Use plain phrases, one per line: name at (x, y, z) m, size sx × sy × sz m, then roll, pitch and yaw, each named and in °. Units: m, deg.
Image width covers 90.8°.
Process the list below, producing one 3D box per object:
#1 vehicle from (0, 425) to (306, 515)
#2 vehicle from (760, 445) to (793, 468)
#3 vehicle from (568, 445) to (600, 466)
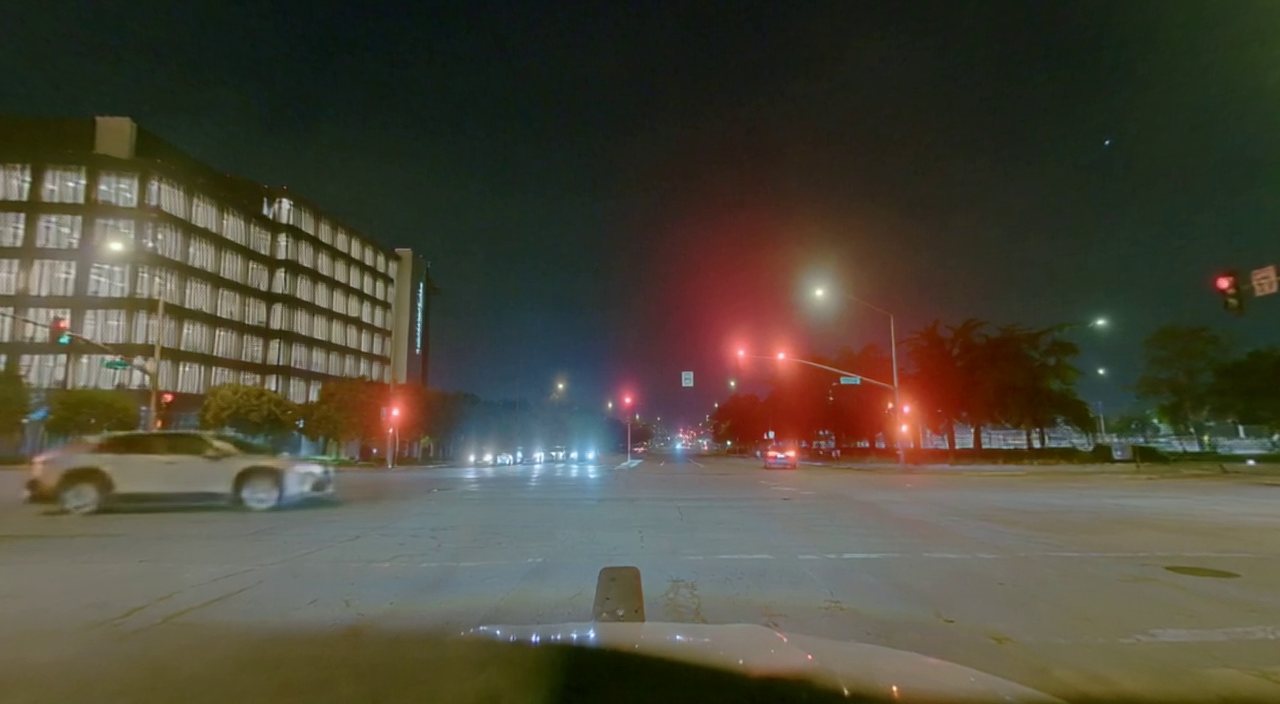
vehicle at (-10.166, 2.457, 13.491) m, size 4.853 × 1.719 × 1.986 m, roll 1°, pitch -8°, yaw -6°
vehicle at (9.083, 6.925, 42.135) m, size 2.043 × 1.454 × 4.424 m, roll -2°, pitch -9°, yaw 11°
vehicle at (-4.343, 8.126, 49.742) m, size 2.130 × 1.613 × 4.121 m, roll 0°, pitch -8°, yaw 0°
